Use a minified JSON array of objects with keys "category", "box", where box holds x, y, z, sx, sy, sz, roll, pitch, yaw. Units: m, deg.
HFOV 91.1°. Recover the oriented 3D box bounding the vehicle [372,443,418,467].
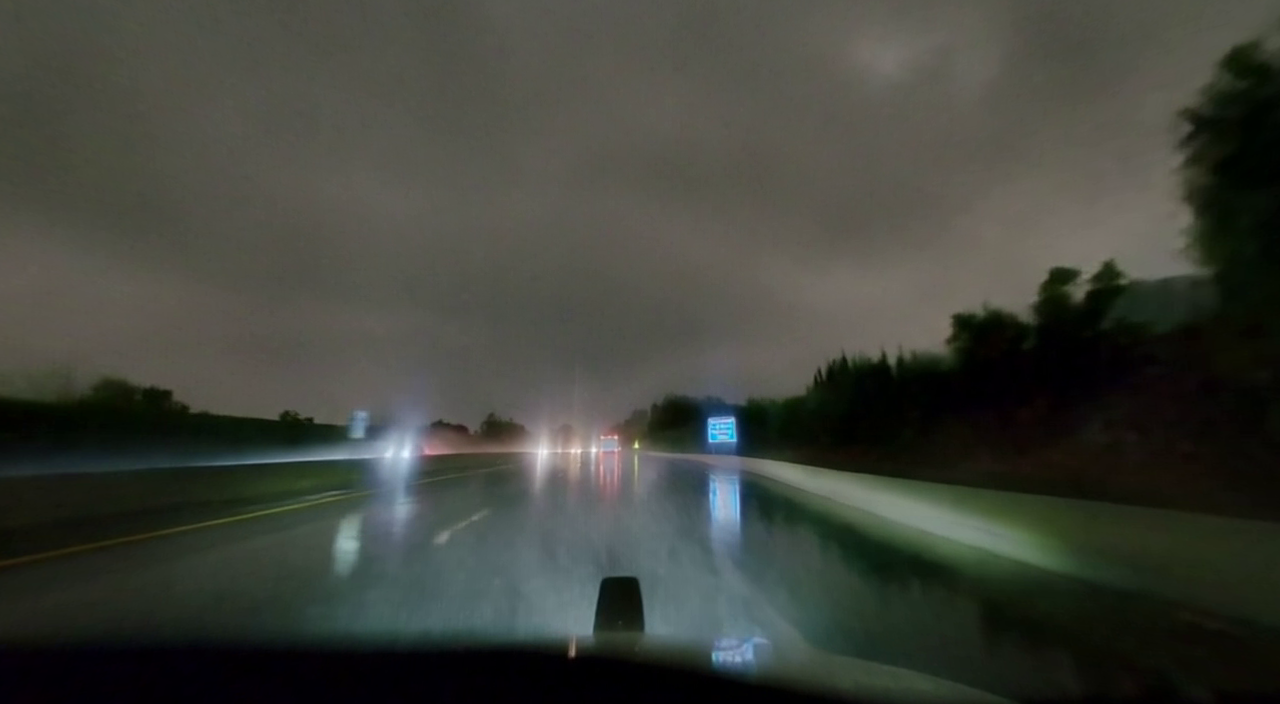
[{"category":"vehicle","box":[-19.361,8.128,49.855,1.982,1.775,4.245,0,-9,-2]}]
